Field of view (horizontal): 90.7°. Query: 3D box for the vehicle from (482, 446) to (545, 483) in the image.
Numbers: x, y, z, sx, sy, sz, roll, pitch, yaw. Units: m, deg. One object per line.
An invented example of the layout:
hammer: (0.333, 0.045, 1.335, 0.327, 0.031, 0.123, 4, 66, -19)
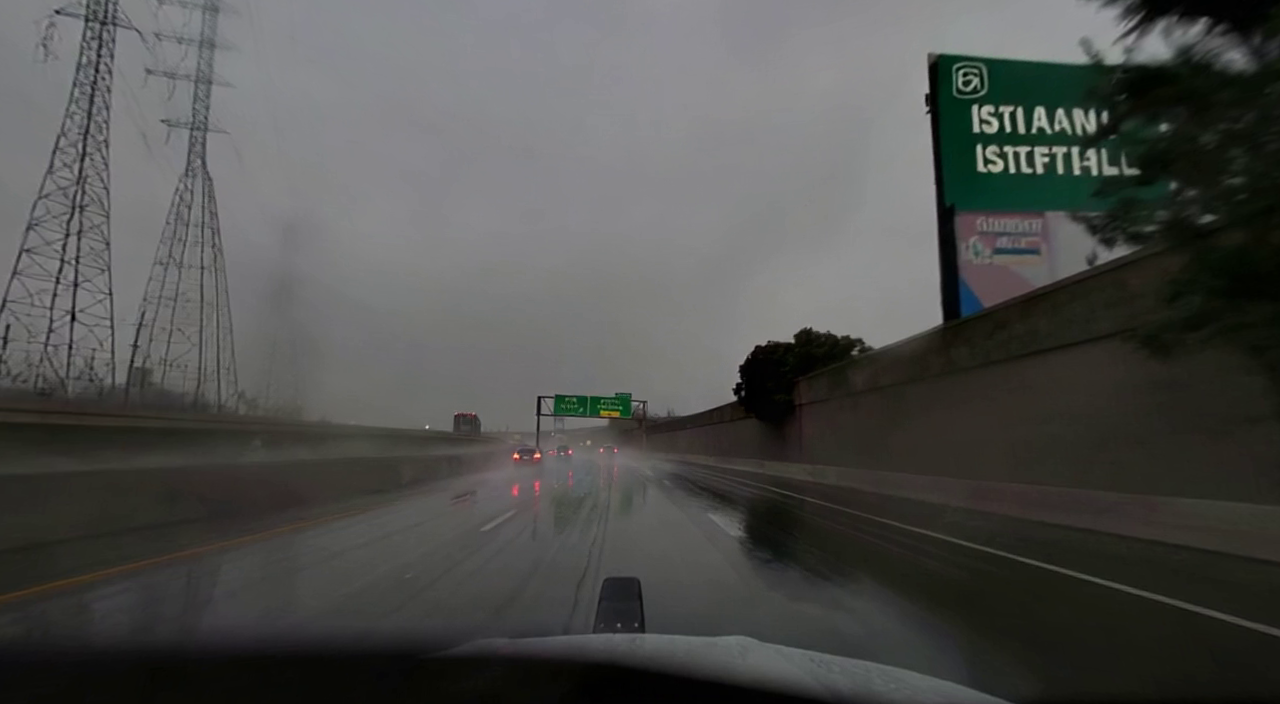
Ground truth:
vehicle: (-5.265, 4.734, 26.868, 1.921, 1.420, 4.078, 0, -9, -1)
